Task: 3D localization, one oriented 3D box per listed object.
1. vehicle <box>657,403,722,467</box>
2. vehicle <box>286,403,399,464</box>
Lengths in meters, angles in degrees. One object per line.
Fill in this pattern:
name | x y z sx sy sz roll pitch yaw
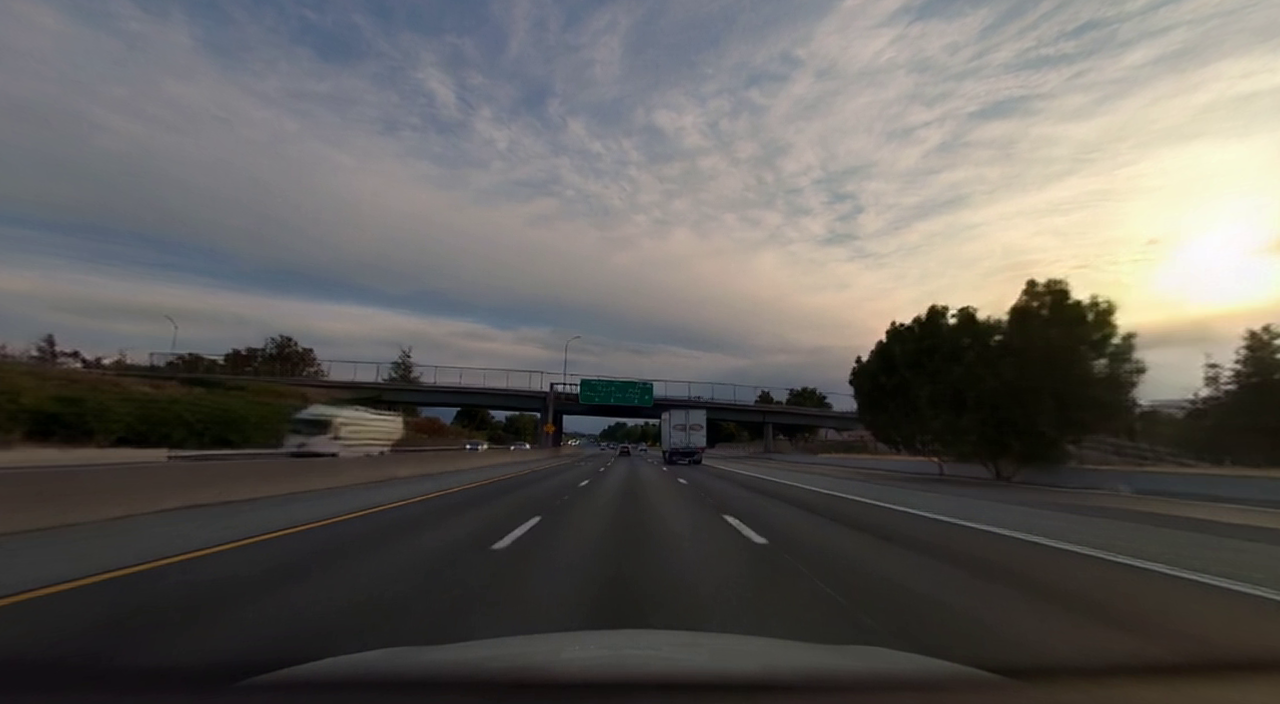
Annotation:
vehicle | 3.510 6.605 49.167 3.323 4.262 14.056 1 -9 -2
vehicle | -16.212 4.579 35.050 2.585 3.012 7.417 0 -8 0
